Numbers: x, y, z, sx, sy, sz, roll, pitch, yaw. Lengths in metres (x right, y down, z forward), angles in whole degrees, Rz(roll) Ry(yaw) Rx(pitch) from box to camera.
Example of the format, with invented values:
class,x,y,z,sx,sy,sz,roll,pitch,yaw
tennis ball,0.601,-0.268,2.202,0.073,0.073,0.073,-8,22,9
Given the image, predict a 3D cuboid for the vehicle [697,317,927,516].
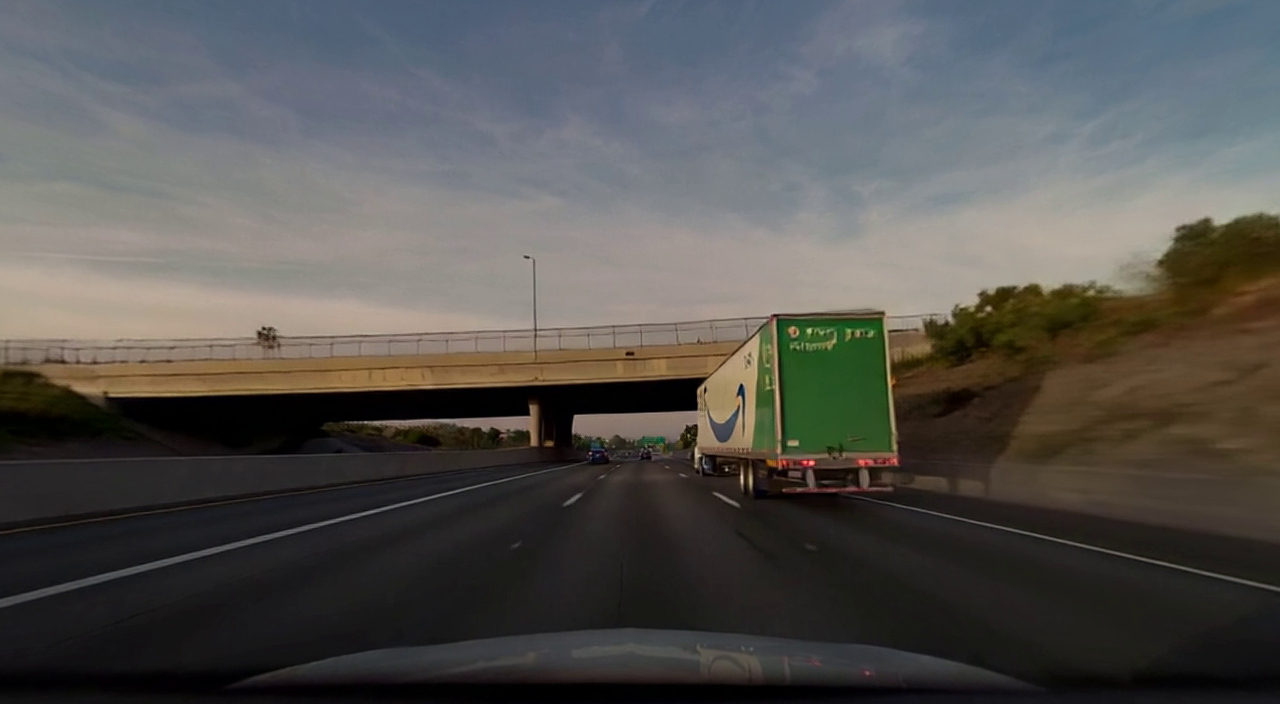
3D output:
class,x,y,z,sx,sy,sz,roll,pitch,yaw
vehicle,4.207,2.534,21.230,2.928,4.021,17.190,0,-9,0
